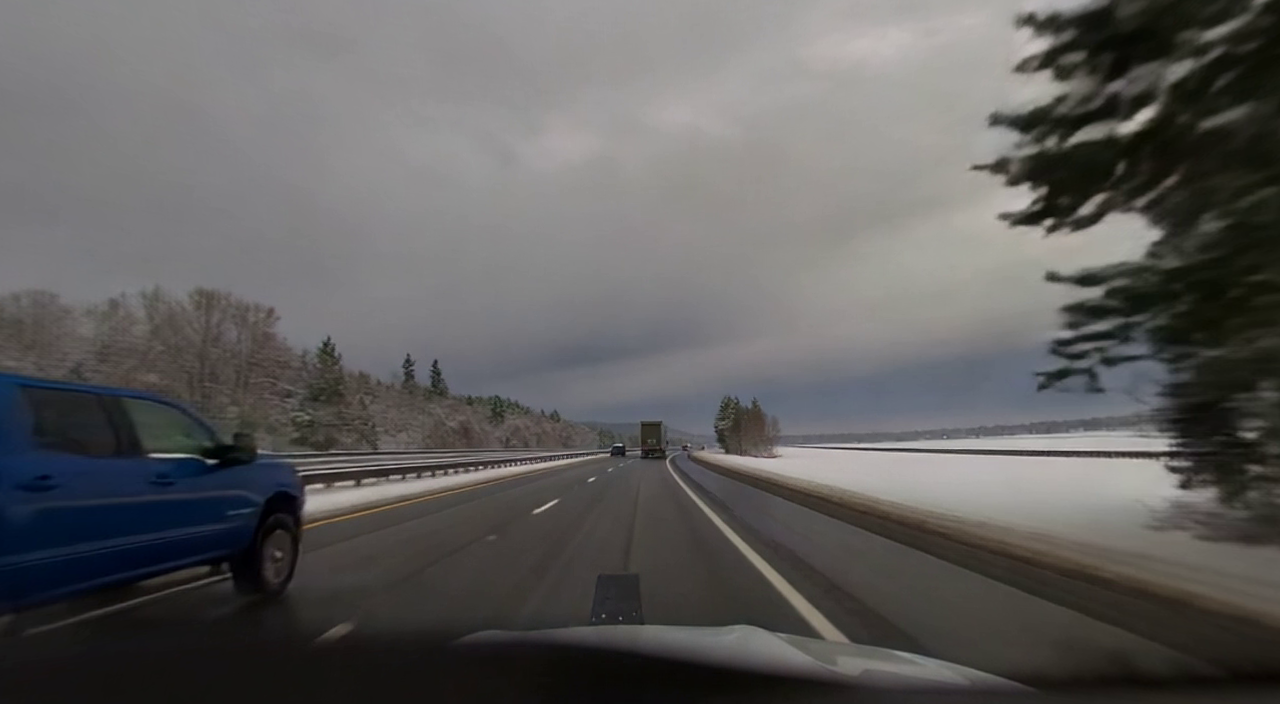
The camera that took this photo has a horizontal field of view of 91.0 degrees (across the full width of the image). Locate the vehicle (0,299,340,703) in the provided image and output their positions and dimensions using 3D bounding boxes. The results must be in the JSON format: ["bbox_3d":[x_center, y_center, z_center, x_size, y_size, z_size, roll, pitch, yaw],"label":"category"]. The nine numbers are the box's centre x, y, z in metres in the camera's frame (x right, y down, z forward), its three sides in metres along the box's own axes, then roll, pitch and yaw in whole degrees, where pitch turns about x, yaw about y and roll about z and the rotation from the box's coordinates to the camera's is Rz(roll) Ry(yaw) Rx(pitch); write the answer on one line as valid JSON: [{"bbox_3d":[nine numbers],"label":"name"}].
[{"bbox_3d":[-3.909,0.746,3.119,2.295,1.815,4.983,0,-9,1],"label":"vehicle"}]
